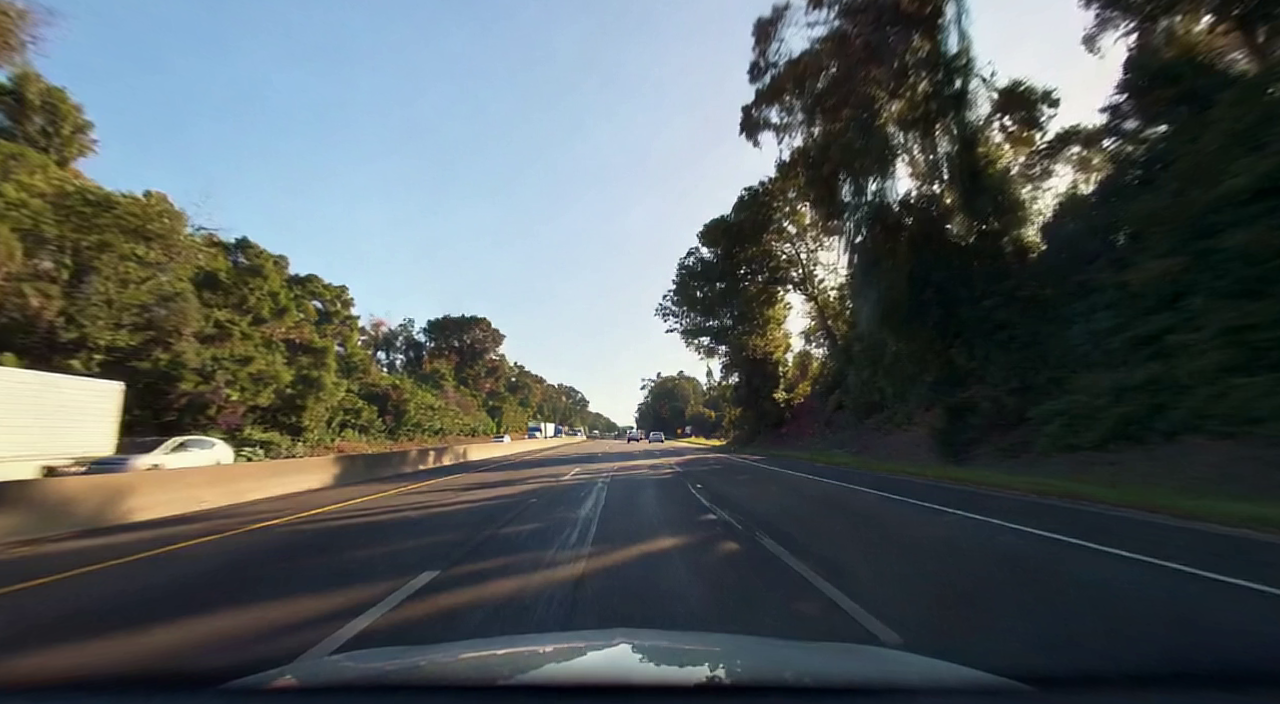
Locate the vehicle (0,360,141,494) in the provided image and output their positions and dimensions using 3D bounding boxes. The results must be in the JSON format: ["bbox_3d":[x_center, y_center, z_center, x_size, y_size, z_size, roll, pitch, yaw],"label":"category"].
[{"bbox_3d":[-20.640,1.875,15.970,2.934,3.998,16.255,0,-8,-1],"label":"vehicle"}]
